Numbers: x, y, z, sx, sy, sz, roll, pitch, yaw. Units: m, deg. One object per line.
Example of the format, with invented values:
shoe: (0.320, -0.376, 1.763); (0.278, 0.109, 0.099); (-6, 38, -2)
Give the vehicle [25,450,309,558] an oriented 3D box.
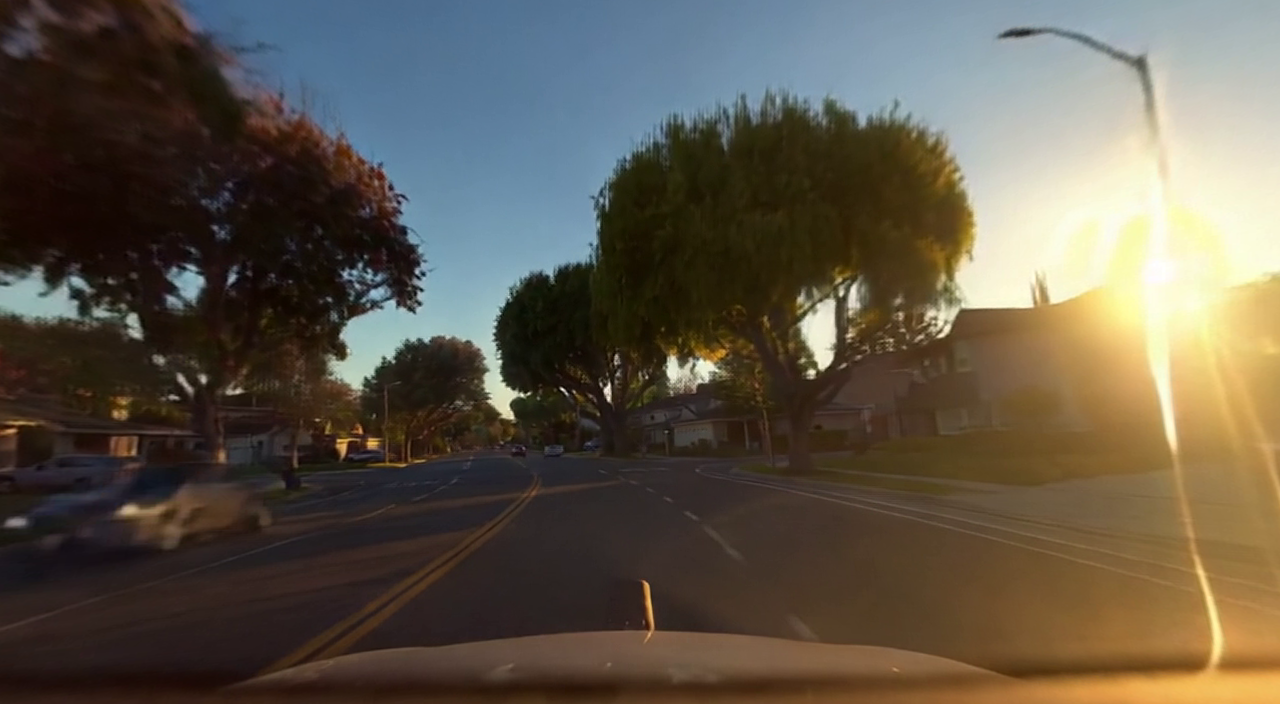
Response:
vehicle: (-8.587, 2.724, 12.181); (2.125, 1.592, 4.616); (0, -8, -4)
